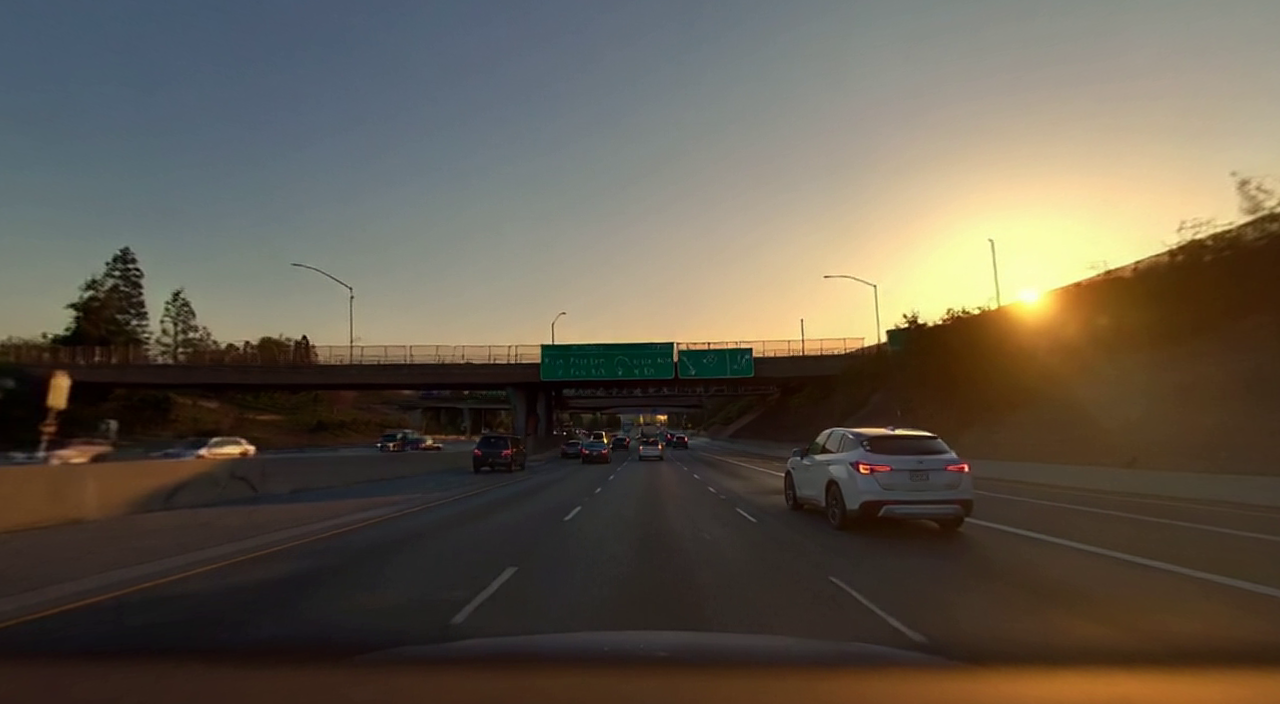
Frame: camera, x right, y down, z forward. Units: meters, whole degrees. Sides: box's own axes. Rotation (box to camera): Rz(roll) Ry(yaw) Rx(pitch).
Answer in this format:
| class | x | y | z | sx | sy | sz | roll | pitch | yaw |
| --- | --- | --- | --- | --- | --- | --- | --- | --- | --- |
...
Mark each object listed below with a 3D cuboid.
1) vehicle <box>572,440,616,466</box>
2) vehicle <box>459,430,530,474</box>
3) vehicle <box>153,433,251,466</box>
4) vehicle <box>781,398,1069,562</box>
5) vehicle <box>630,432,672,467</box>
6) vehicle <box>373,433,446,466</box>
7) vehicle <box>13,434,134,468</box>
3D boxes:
| class | x | y | z | sx | sy | sz | roll | pitch | yaw |
| --- | --- | --- | --- | --- | --- | --- | --- | --- | --- |
| vehicle | -2.615 | 5.832 | 36.716 | 2.205 | 1.406 | 4.286 | 0 | -8 | 1 |
| vehicle | -6.047 | 4.187 | 26.641 | 1.946 | 1.688 | 4.019 | 0 | -8 | 1 |
| vehicle | -23.547 | 5.274 | 34.142 | 1.997 | 1.665 | 4.414 | 0 | -8 | 2 |
| vehicle | 3.708 | 1.766 | 9.422 | 2.083 | 1.823 | 4.627 | 0 | -8 | -1 |
| vehicle | 0.594 | 5.182 | 33.641 | 2.133 | 1.739 | 3.925 | 0 | -8 | 1 |
| vehicle | -12.597 | 5.372 | 34.876 | 2.076 | 1.701 | 5.093 | 0 | -8 | 0 |
| vehicle | -30.767 | 5.397 | 34.492 | 2.006 | 1.734 | 4.849 | 0 | -8 | 1 |
